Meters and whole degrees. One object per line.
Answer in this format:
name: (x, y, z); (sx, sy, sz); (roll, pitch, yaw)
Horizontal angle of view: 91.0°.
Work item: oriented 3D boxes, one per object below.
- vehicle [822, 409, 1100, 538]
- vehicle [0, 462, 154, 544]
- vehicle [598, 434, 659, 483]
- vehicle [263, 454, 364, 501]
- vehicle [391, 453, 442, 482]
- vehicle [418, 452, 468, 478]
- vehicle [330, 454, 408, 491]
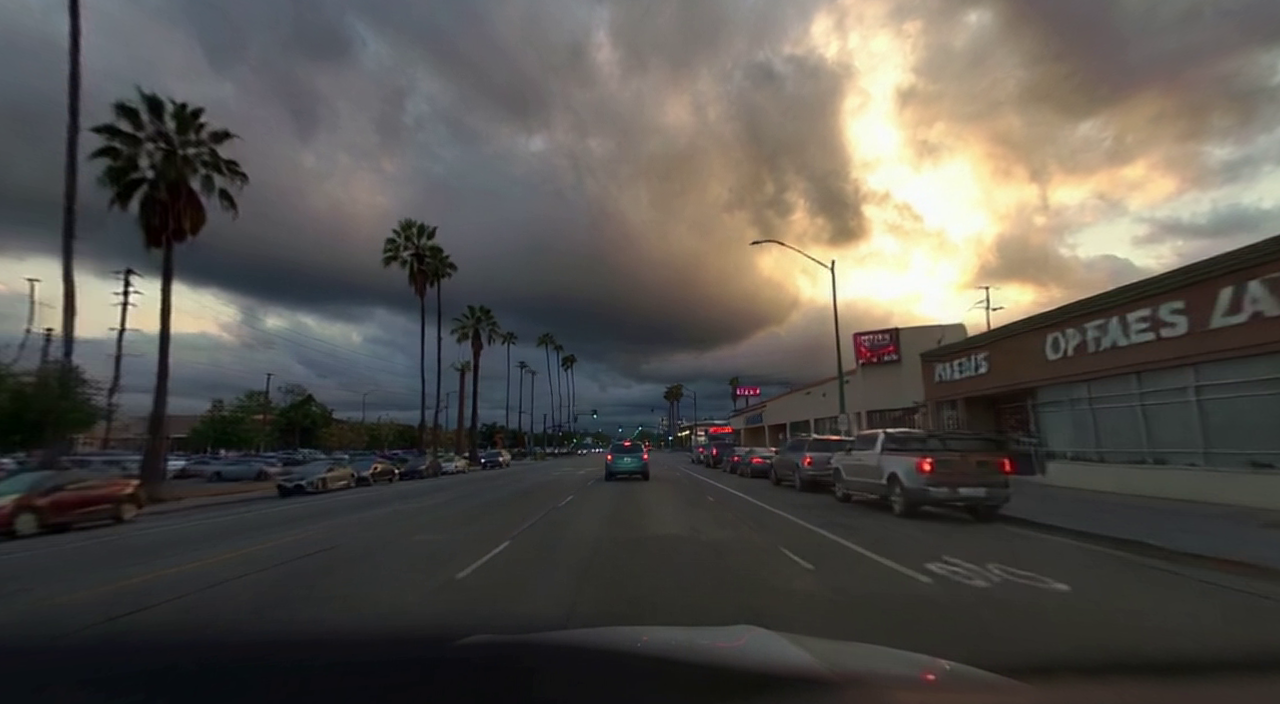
vehicle: (5.691, 2.265, 12.448); (2.430, 1.924, 5.779); (0, -8, 0)
vehicle: (-13.268, 3.260, 13.681); (1.968, 1.472, 4.345); (-5, -8, 0)
vehicle: (-0.413, 4.212, 25.134); (2.239, 1.763, 4.096); (0, -8, 0)
vehicle: (-13.282, 5.086, 25.921); (1.840, 1.521, 4.450); (-5, -8, -1)
vehicle: (-13.255, 6.828, 37.487); (1.774, 1.522, 3.699); (-2, -8, -1)
vehicle: (-13.324, 7.661, 42.822); (1.914, 1.489, 4.523); (-4, -8, 0)
vehicle: (-13.065, 5.829, 30.683); (1.804, 1.441, 4.534); (-4, -8, 0)
